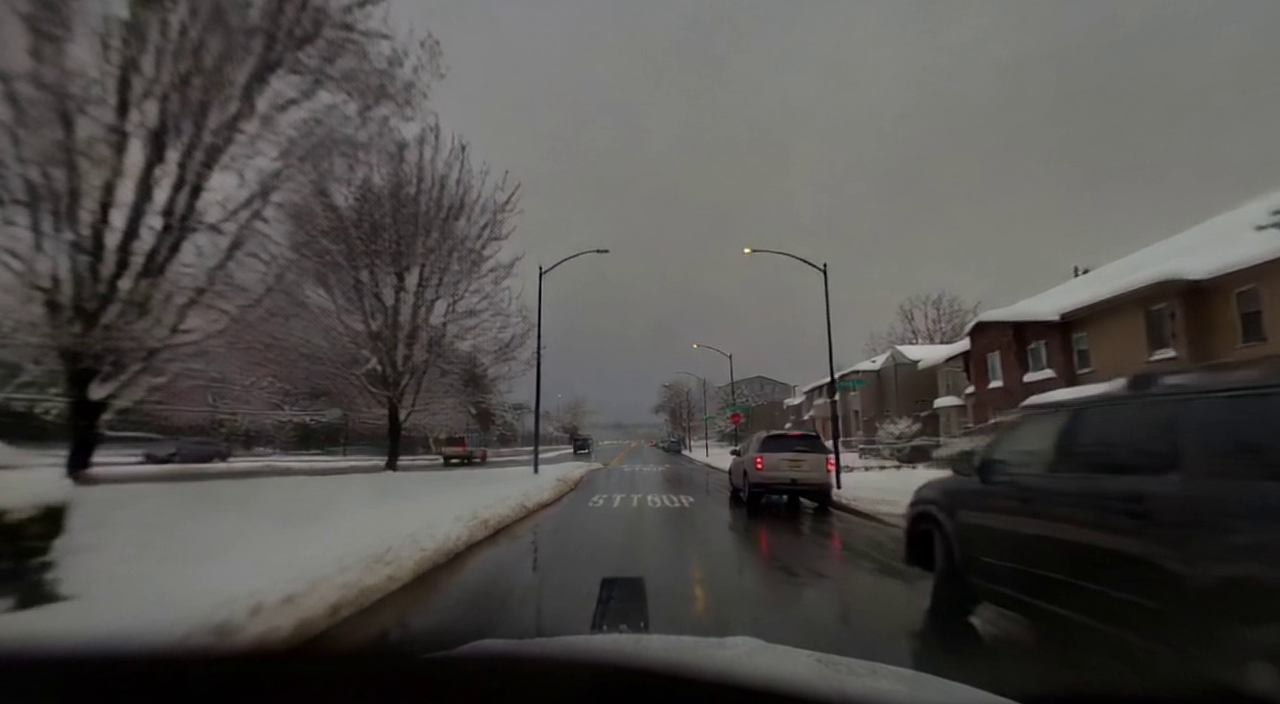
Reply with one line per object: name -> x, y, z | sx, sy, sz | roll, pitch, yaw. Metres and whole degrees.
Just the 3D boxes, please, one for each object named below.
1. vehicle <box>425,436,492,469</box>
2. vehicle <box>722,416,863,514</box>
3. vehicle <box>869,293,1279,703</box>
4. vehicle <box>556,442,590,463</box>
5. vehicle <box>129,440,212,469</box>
vehicle -> -9.111, 5.085, 31.990 | 2.024, 1.532, 3.863 | -1, -9, 4
vehicle -> 3.219, 2.503, 14.342 | 2.067, 1.846, 4.384 | 0, -9, 0
vehicle -> 3.110, 0.859, 3.020 | 2.150, 1.770, 4.801 | 0, -9, -1
vehicle -> -5.059, 7.660, 48.130 | 1.881, 1.497, 4.071 | -1, -9, 5
vehicle -> -29.509, 6.442, 39.801 | 1.815, 1.720, 4.395 | 0, -8, 0
